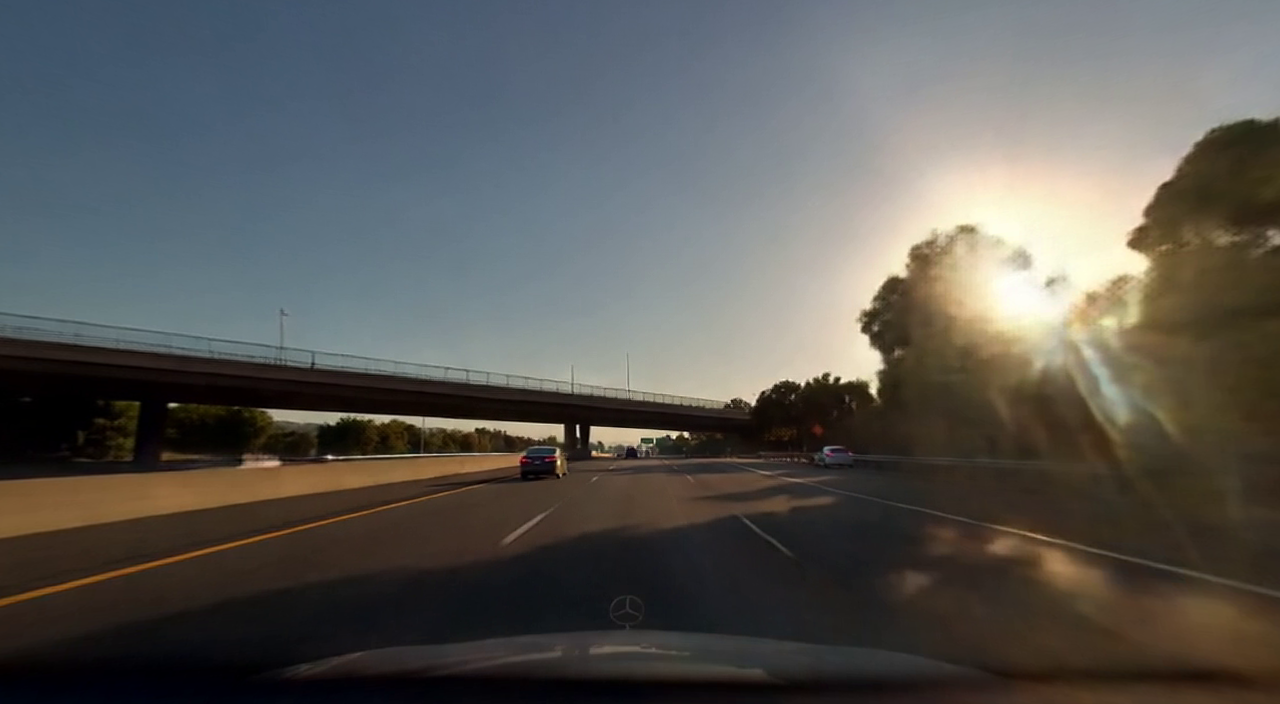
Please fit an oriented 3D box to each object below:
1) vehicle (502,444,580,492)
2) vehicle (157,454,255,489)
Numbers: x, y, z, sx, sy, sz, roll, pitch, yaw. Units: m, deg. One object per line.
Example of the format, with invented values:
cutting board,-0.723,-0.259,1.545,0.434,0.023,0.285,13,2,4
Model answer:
vehicle,-3.302,3.936,21.785,1.968,1.504,3.892,0,-8,1
vehicle,-20.249,5.564,29.603,1.755,1.449,4.009,0,-8,0
